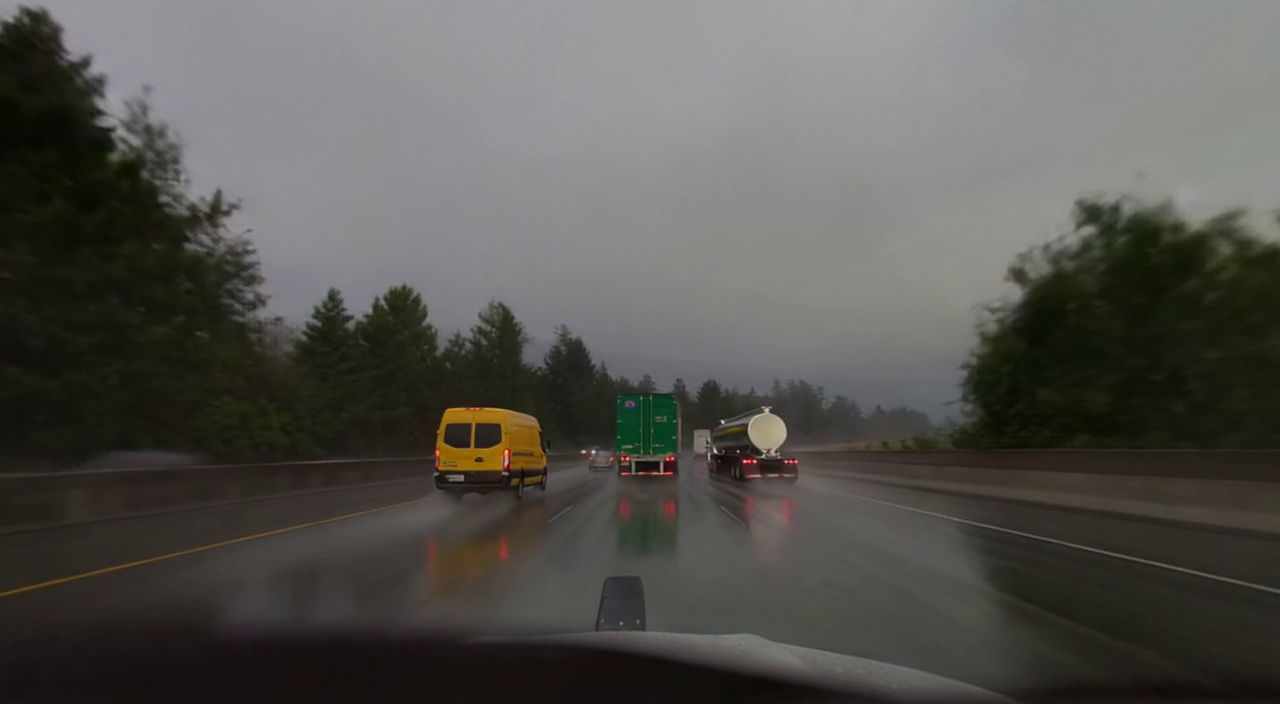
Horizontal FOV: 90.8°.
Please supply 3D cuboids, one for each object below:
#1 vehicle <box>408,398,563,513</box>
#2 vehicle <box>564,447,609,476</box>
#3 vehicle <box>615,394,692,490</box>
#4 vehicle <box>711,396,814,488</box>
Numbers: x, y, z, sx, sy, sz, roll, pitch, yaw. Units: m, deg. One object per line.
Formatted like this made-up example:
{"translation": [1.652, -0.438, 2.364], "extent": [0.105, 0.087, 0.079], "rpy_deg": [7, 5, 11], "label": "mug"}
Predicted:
{"translation": [-3.882, 2.827, 17.480], "extent": [2.525, 2.572, 6.260], "rpy_deg": [0, -9, 2], "label": "vehicle"}
{"translation": [-3.171, 6.650, 38.480], "extent": [2.134, 1.652, 4.439], "rpy_deg": [-1, -9, 3], "label": "vehicle"}
{"translation": [0.315, 4.012, 27.646], "extent": [2.773, 3.455, 9.118], "rpy_deg": [0, -9, -2], "label": "vehicle"}
{"translation": [5.306, 4.318, 29.821], "extent": [2.706, 3.500, 11.483], "rpy_deg": [0, -9, 1], "label": "vehicle"}
